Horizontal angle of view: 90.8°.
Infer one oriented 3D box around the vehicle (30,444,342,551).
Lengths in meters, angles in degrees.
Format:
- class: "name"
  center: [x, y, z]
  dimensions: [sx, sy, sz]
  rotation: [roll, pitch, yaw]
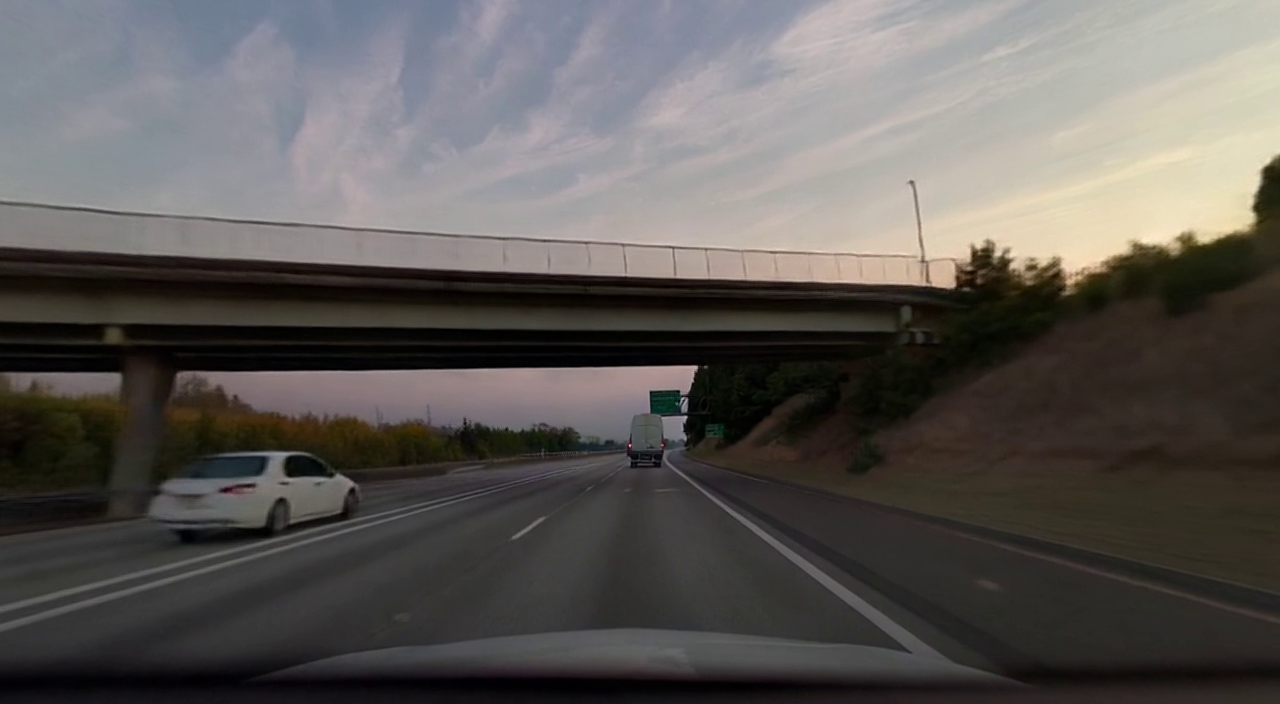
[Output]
- class: "vehicle"
  center: [-7.447, 2.389, 11.176]
  dimensions: [1.953, 1.452, 4.711]
  rotation: [0, -9, 1]
